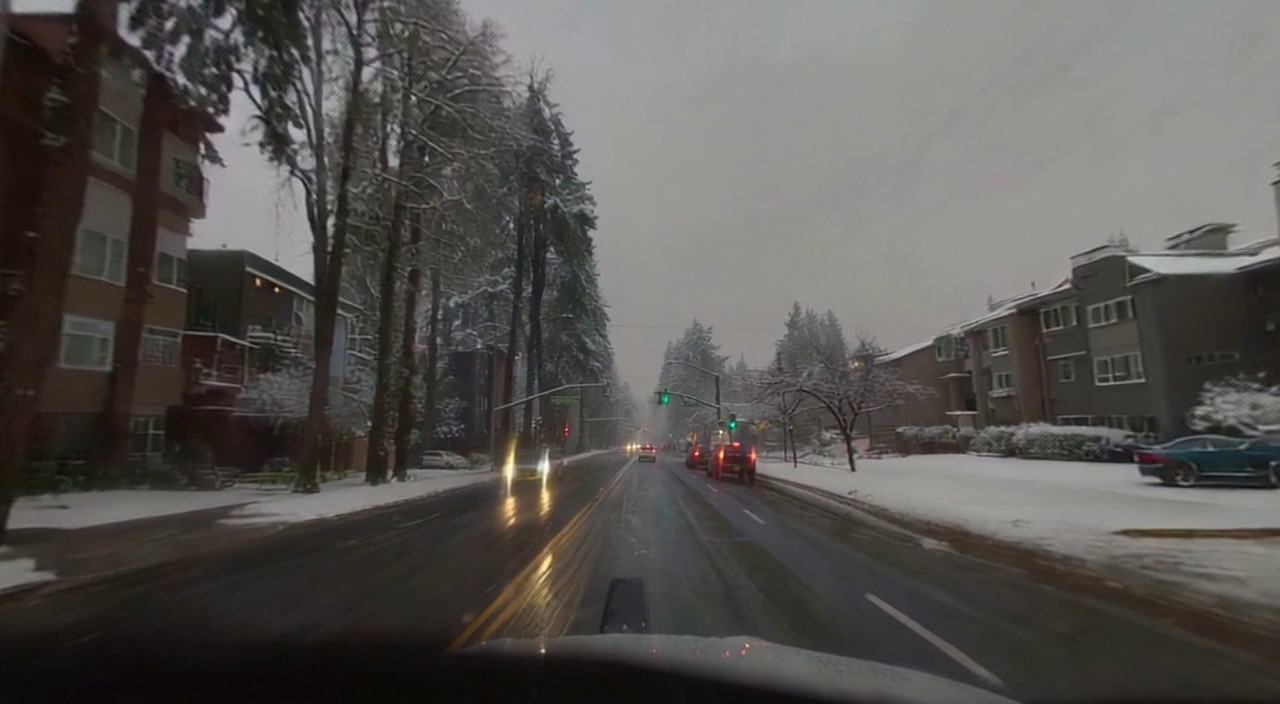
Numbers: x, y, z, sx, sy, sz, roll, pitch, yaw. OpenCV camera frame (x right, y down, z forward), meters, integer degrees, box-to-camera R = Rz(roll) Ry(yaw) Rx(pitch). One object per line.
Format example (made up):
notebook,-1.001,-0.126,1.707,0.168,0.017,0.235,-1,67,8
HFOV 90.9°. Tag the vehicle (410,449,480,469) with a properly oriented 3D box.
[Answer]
vehicle,-15.219,8.331,49.307,4.727,1.483,2.002,-1,-8,3

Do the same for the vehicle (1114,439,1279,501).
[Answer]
vehicle,17.893,3.735,20.383,1.831,1.778,3.787,1,-9,-7

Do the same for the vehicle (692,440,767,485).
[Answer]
vehicle,3.222,4.077,23.636,2.078,1.488,4.741,0,-8,0

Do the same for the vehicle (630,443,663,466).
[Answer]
vehicle,0.370,6.880,42.460,2.097,1.463,4.043,0,-9,-1

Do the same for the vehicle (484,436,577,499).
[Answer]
vehicle,-3.085,3.343,18.608,1.954,1.618,4.050,0,-9,1
